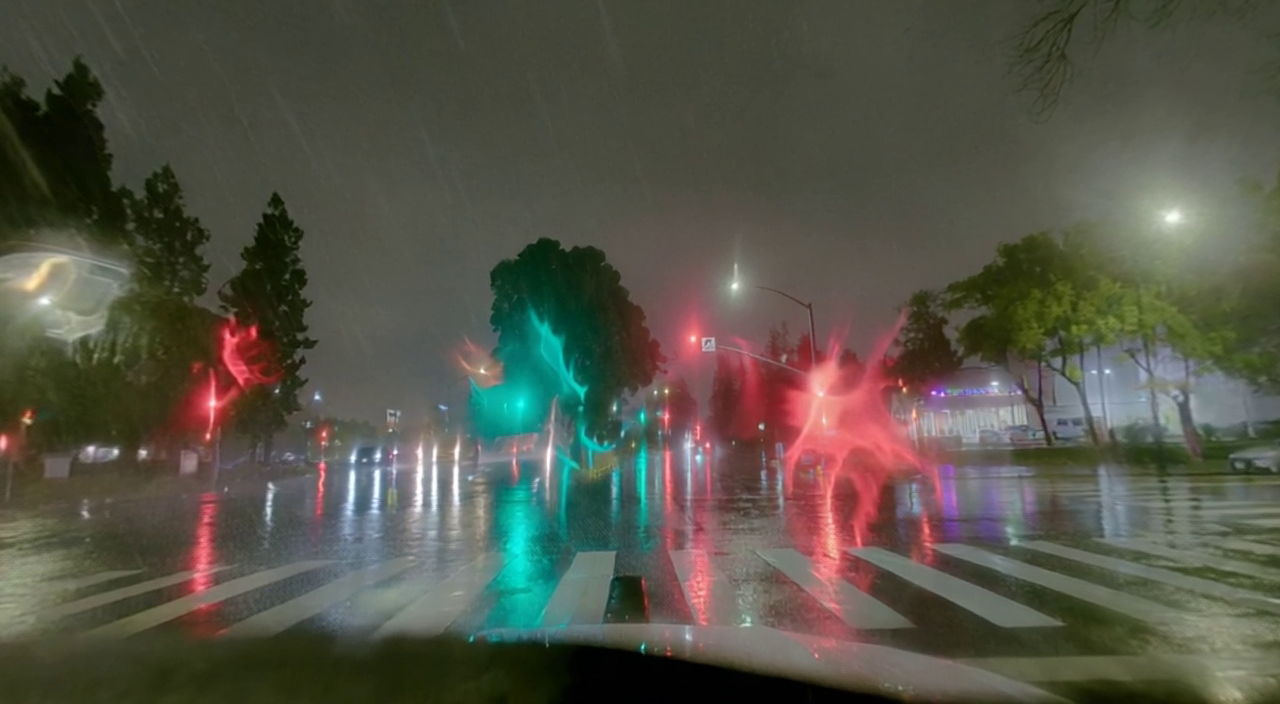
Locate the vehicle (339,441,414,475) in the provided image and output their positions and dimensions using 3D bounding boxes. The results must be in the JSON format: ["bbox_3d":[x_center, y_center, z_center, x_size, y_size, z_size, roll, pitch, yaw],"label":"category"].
[{"bbox_3d":[-14.828,5.973,35.748,2.169,1.753,4.640,0,-8,1],"label":"vehicle"}]
